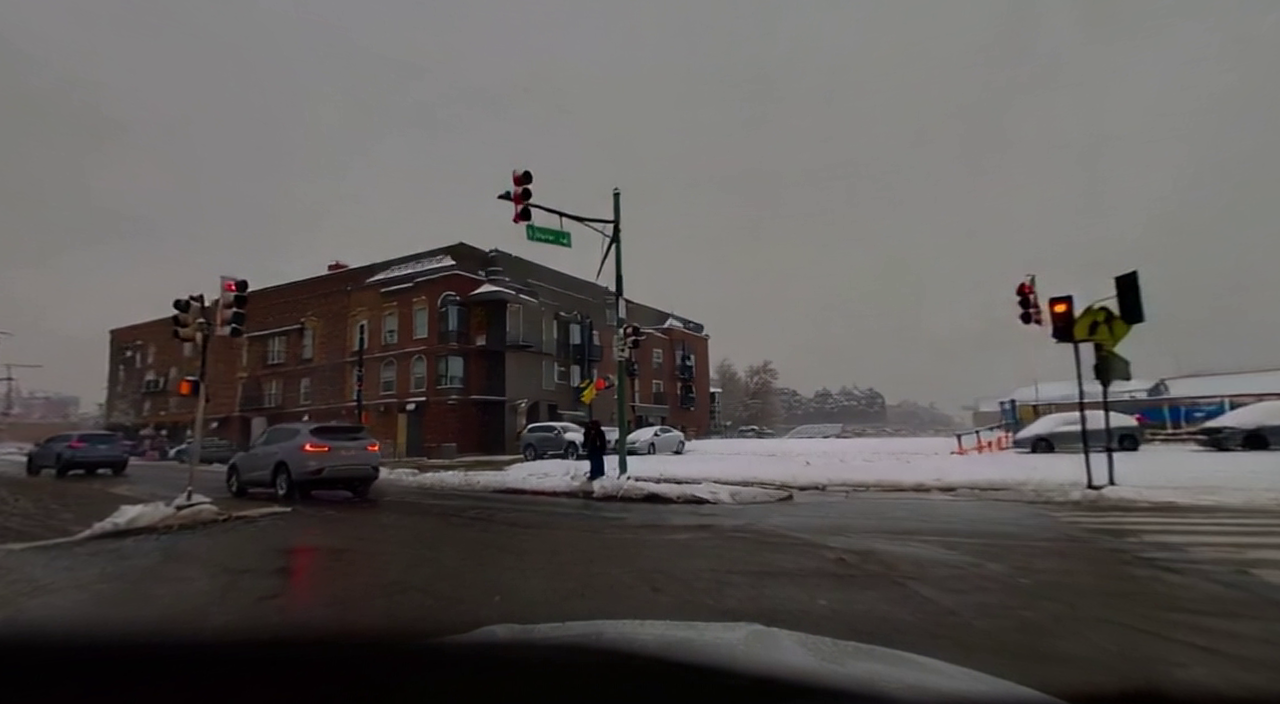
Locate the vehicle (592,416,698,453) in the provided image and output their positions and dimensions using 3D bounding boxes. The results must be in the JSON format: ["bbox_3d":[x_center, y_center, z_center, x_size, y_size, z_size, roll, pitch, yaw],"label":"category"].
[{"bbox_3d":[0.209,4.285,32.872,5.080,1.766,2.272,-6,-8,33],"label":"vehicle"}]

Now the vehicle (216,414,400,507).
[{"bbox_3d":[-8.139,2.550,15.254,5.118,1.859,2.256,-8,-11,43],"label":"vehicle"}]

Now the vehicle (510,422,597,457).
[{"bbox_3d":[-4.932,4.975,35.901,4.593,1.856,2.090,-5,-10,32],"label":"vehicle"}]

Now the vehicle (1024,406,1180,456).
[{"bbox_3d":[16.922,2.969,23.478,4.382,1.688,1.937,-5,-10,29],"label":"vehicle"}]

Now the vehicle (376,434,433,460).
[{"bbox_3d":[-18.215,7.345,49.022,1.694,1.802,4.028,-6,-7,30],"label":"vehicle"}]

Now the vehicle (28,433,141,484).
[{"bbox_3d":[-23.120,4.361,26.203,5.548,1.911,2.206,-6,-10,36],"label":"vehicle"}]
